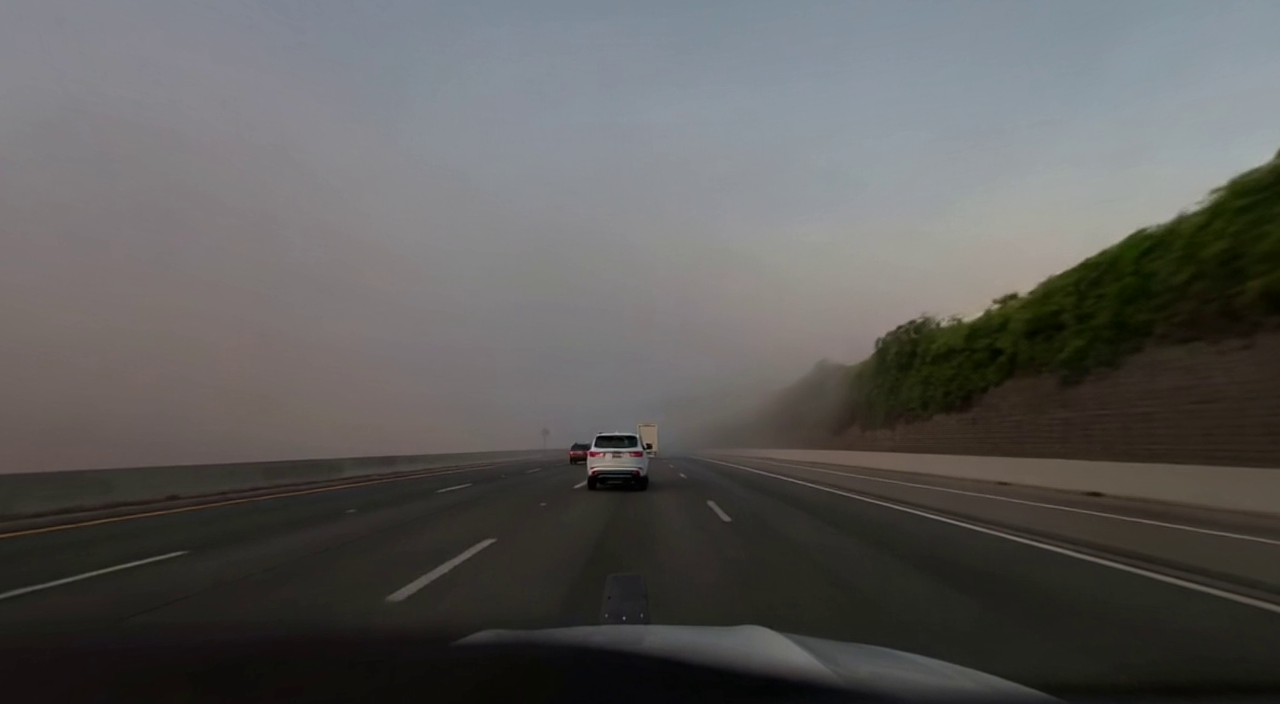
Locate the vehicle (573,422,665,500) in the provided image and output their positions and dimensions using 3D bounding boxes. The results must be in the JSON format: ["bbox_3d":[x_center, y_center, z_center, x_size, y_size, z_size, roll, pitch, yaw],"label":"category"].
[{"bbox_3d":[-0.448,2.845,16.794,2.114,1.787,4.365,0,-8,1],"label":"vehicle"}]
